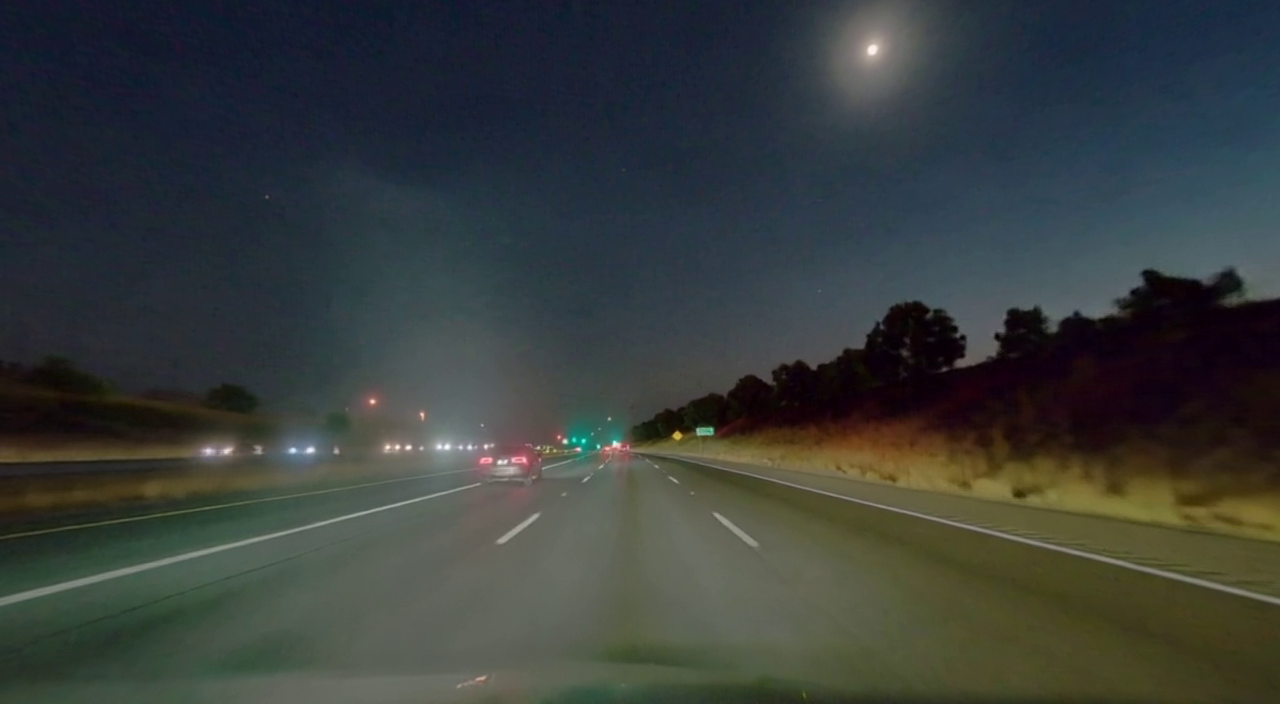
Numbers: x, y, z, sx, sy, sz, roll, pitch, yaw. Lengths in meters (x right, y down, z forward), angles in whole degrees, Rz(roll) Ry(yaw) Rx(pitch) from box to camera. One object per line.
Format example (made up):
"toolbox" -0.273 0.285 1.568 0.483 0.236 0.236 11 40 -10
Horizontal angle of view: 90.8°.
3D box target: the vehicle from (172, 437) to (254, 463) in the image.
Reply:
"vehicle" -29.440 6.764 43.779 2.245 1.692 4.979 0 -9 -1

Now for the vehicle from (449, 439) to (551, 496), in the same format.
"vehicle" -4.112 3.460 19.361 2.073 1.516 4.478 0 -9 0

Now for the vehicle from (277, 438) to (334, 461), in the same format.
"vehicle" -25.514 7.446 48.362 1.902 1.663 4.507 0 -9 -1
